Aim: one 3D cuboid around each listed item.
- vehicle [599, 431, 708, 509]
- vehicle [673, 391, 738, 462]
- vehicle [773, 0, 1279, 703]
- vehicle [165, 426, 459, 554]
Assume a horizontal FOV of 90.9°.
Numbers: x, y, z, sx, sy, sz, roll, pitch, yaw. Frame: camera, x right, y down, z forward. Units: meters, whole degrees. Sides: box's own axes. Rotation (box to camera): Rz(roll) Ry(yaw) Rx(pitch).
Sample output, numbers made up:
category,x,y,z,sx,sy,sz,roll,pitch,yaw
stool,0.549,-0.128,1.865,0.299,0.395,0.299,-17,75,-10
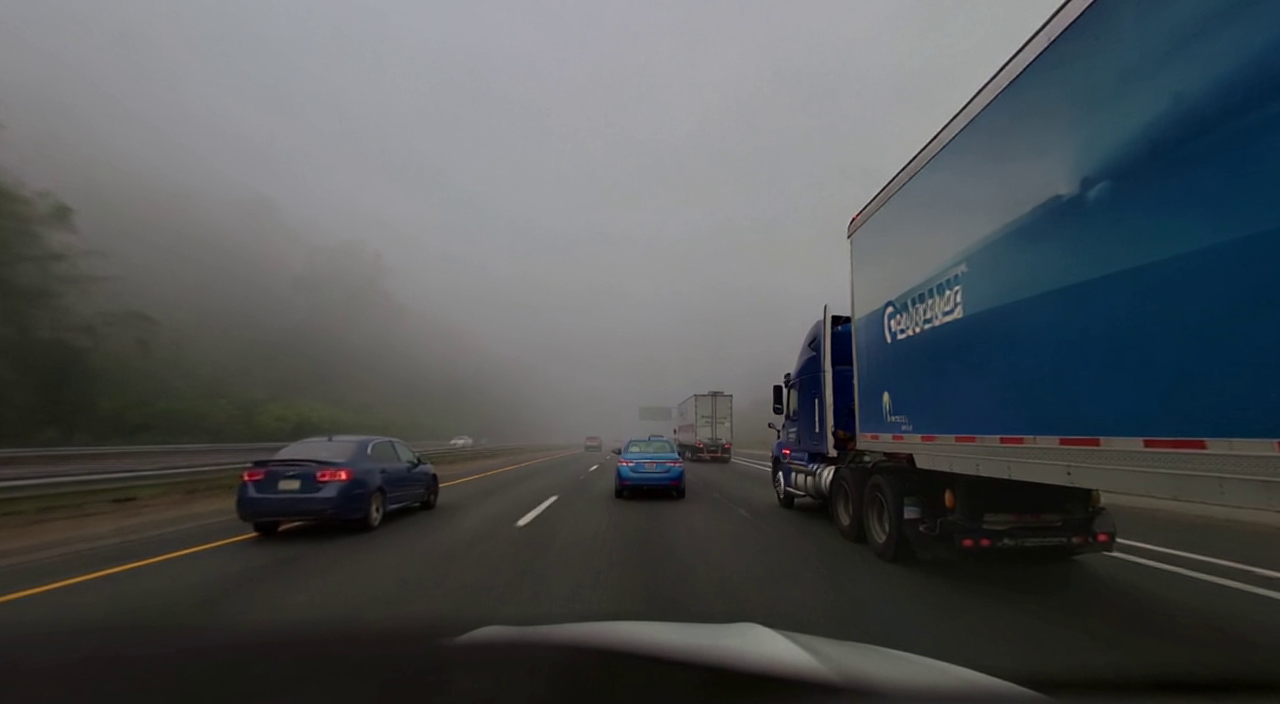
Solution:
category,x,y,z,sx,sy,sz,roll,pitch,yaw
vehicle,0.243,2.450,13.604,2.021,1.435,3.611,0,-8,0
vehicle,4.098,5.160,42.842,2.869,4.067,13.731,0,-8,0
vehicle,4.196,0.069,5.598,2.816,4.070,14.136,0,-8,-1
vehicle,-4.417,1.890,9.512,2.048,1.452,4.430,0,-8,0
